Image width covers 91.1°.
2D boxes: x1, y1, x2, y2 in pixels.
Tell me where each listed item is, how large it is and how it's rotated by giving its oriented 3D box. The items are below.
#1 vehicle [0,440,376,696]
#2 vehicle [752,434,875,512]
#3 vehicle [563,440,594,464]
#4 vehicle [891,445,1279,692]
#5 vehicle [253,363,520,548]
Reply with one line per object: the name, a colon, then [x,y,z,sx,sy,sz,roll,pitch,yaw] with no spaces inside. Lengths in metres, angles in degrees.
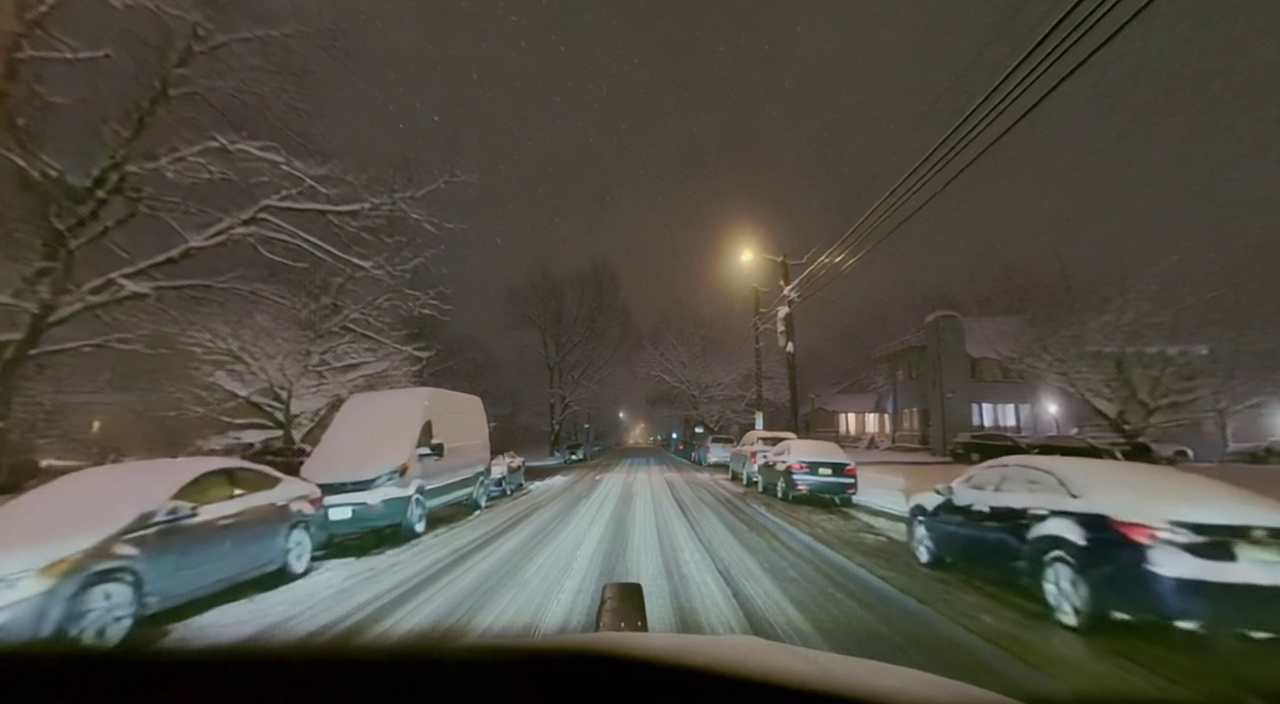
vehicle: [-4.816,1.759,6.483,2.023,1.568,4.942,-3,-8,1]
vehicle: [4.081,2.880,15.558,1.839,1.520,4.498,3,-8,1]
vehicle: [-4.338,7.098,44.798,1.870,1.562,4.212,-1,-8,-1]
vehicle: [4.133,1.601,5.805,1.846,1.351,4.272,3,-8,-1]
vehicle: [-4.395,1.955,12.410,2.470,2.613,5.989,-4,-8,4]
